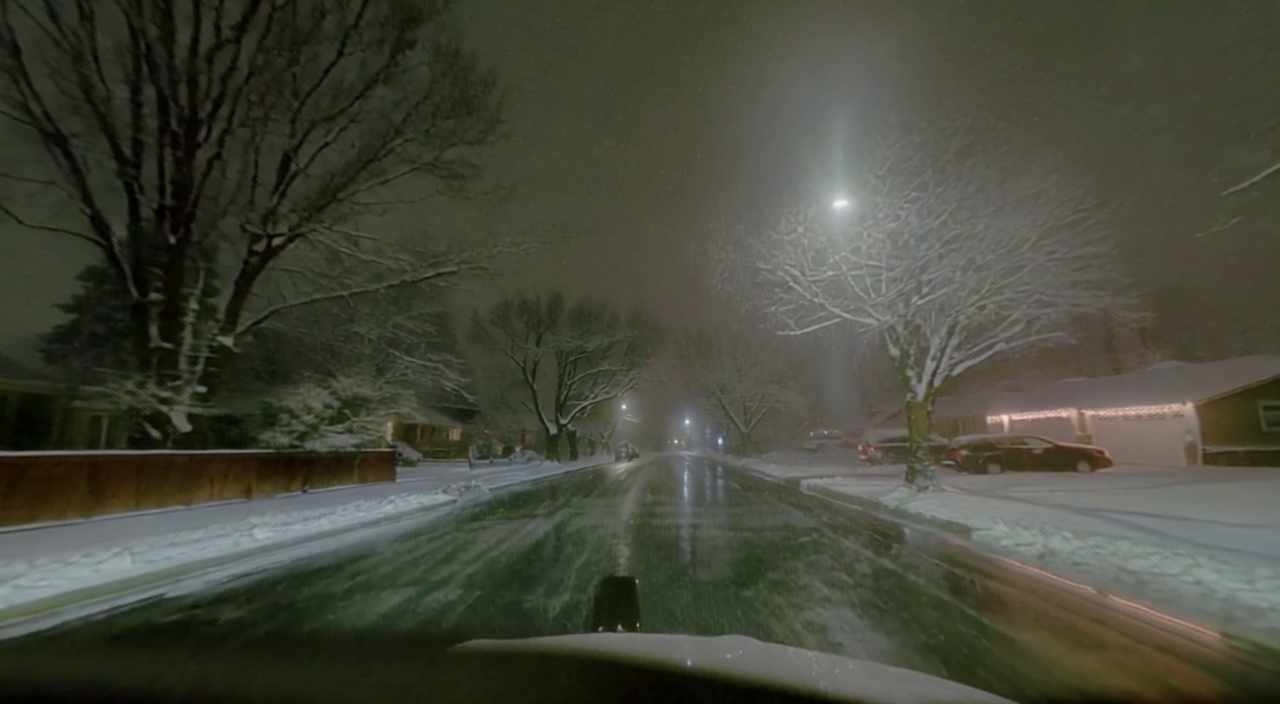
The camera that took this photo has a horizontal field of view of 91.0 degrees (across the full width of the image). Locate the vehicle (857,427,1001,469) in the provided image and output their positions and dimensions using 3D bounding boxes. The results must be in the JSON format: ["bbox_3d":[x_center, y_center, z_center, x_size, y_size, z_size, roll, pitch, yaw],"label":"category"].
[{"bbox_3d":[13.421,4.504,29.521,5.637,1.890,2.171,-1,-9,3],"label":"vehicle"}]

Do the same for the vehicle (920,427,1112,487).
[{"bbox_3d":[11.670,3.295,19.839,4.710,1.512,1.894,-4,-9,2],"label":"vehicle"}]
